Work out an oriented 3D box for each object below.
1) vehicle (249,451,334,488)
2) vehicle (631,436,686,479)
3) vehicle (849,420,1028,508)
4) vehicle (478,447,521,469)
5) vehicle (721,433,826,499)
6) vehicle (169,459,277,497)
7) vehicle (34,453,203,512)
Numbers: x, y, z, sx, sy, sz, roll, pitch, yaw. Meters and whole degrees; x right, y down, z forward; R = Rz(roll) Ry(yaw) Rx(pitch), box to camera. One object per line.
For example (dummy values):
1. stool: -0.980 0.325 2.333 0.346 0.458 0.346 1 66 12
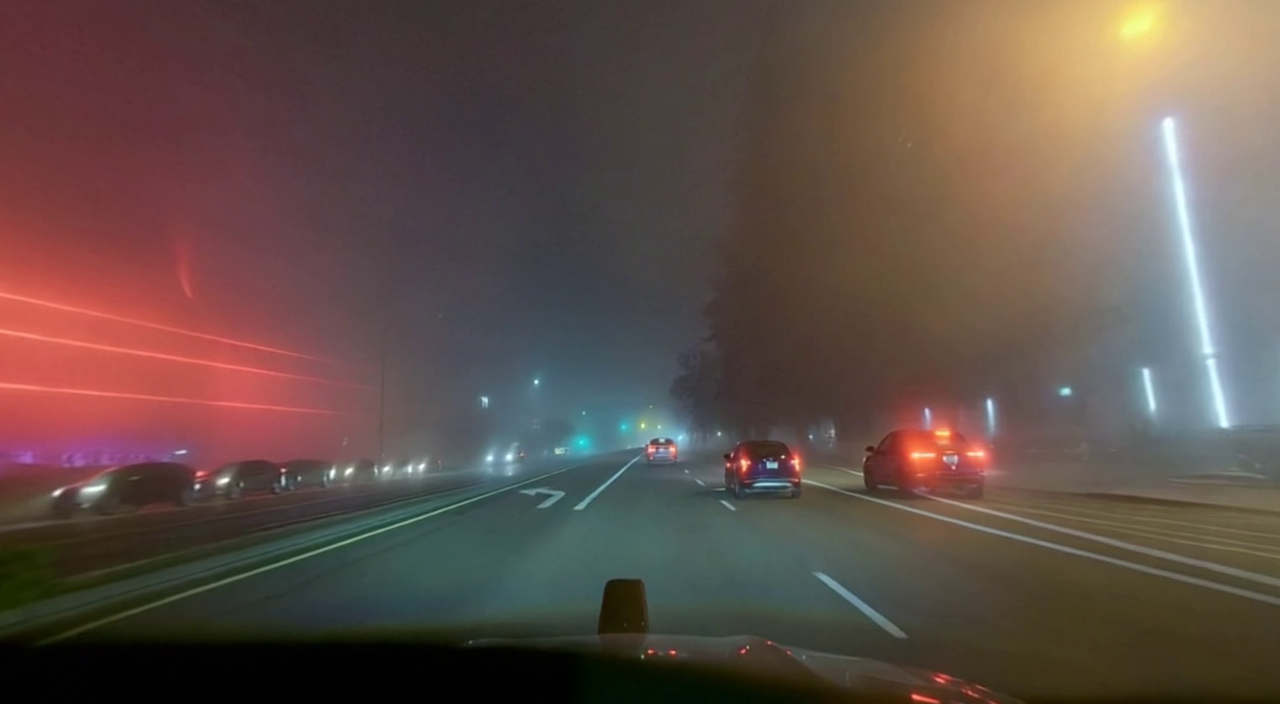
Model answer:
1. vehicle: -18.004 6.062 32.840 1.847 1.730 4.530 0 -8 0
2. vehicle: 0.709 4.390 26.443 2.125 1.669 3.880 0 -8 0
3. vehicle: 6.881 2.630 15.248 1.963 1.783 4.722 0 -8 -1
4. vehicle: -10.261 7.788 46.389 1.941 1.477 4.482 -1 -8 2
5. vehicle: 3.582 3.150 17.866 1.931 1.591 4.708 0 -8 0
6. vehicle: -18.167 5.486 27.734 1.716 1.412 4.335 0 -8 1
7. vehicle: -18.075 4.489 22.225 1.954 1.779 4.635 0 -8 0
